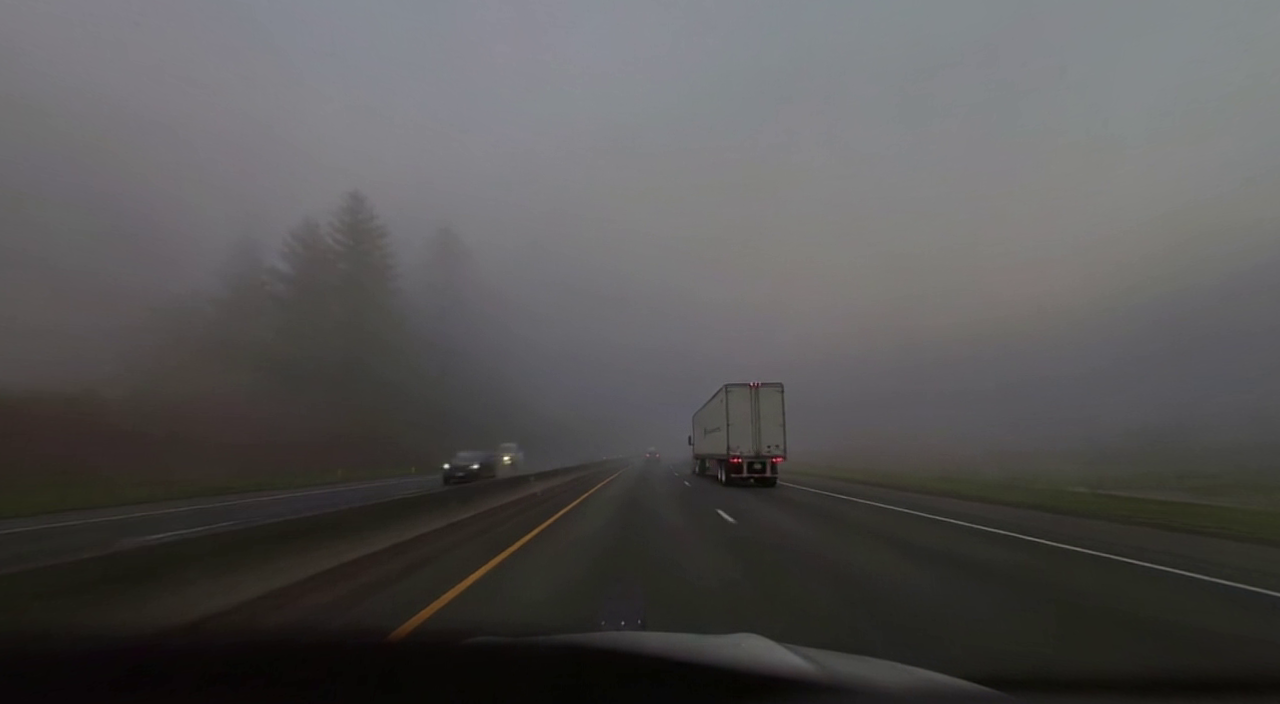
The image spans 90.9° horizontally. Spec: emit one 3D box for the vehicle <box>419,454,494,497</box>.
[{"bbox_3d":[-8.456,5.719,29.528,2.058,1.818,4.536,0,-9,1],"label":"vehicle"}]

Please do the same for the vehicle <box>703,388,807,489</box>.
[{"bbox_3d":[4.640,3.956,28.171,2.866,3.558,11.674,0,-9,2],"label":"vehicle"}]
